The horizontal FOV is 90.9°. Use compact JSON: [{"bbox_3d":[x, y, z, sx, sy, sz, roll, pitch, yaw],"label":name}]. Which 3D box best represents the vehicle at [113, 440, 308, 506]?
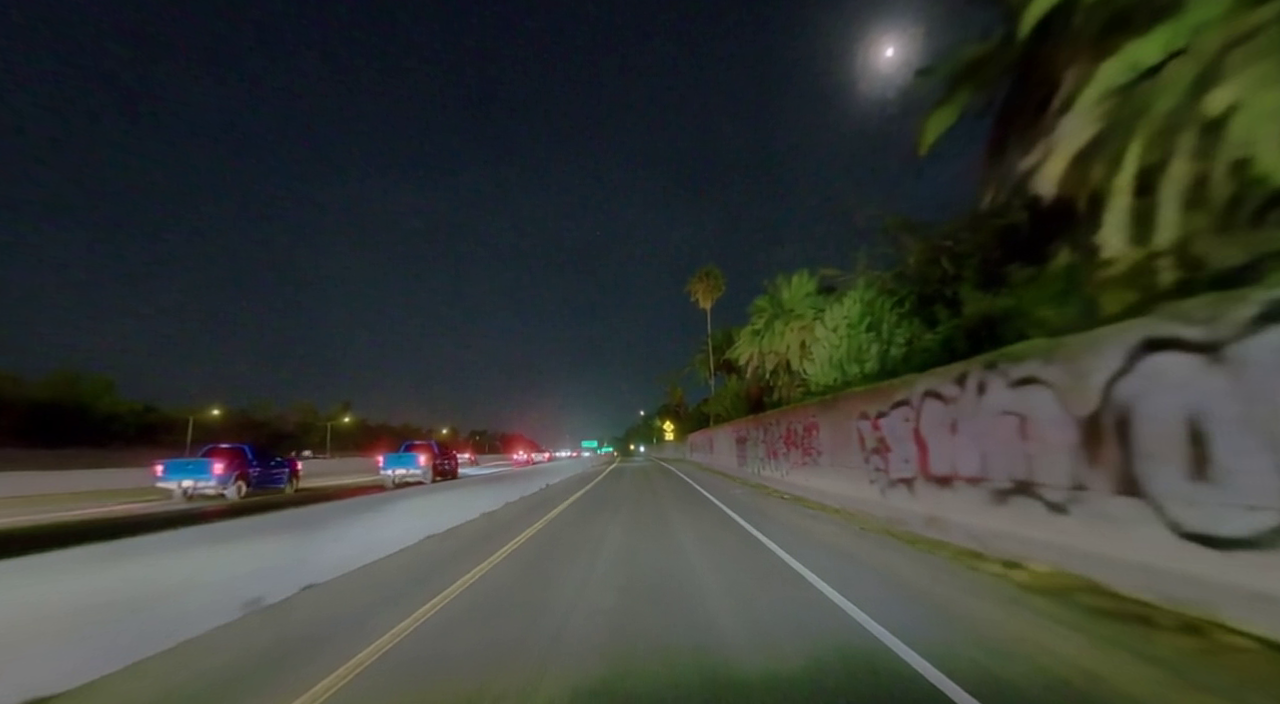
[{"bbox_3d":[-13.959,3.946,21.166,2.272,1.882,5.941,0,-9,1],"label":"vehicle"}]

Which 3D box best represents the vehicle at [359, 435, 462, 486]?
[{"bbox_3d":[-9.965,4.753,27.962,2.342,1.999,5.594,0,-9,1],"label":"vehicle"}]
